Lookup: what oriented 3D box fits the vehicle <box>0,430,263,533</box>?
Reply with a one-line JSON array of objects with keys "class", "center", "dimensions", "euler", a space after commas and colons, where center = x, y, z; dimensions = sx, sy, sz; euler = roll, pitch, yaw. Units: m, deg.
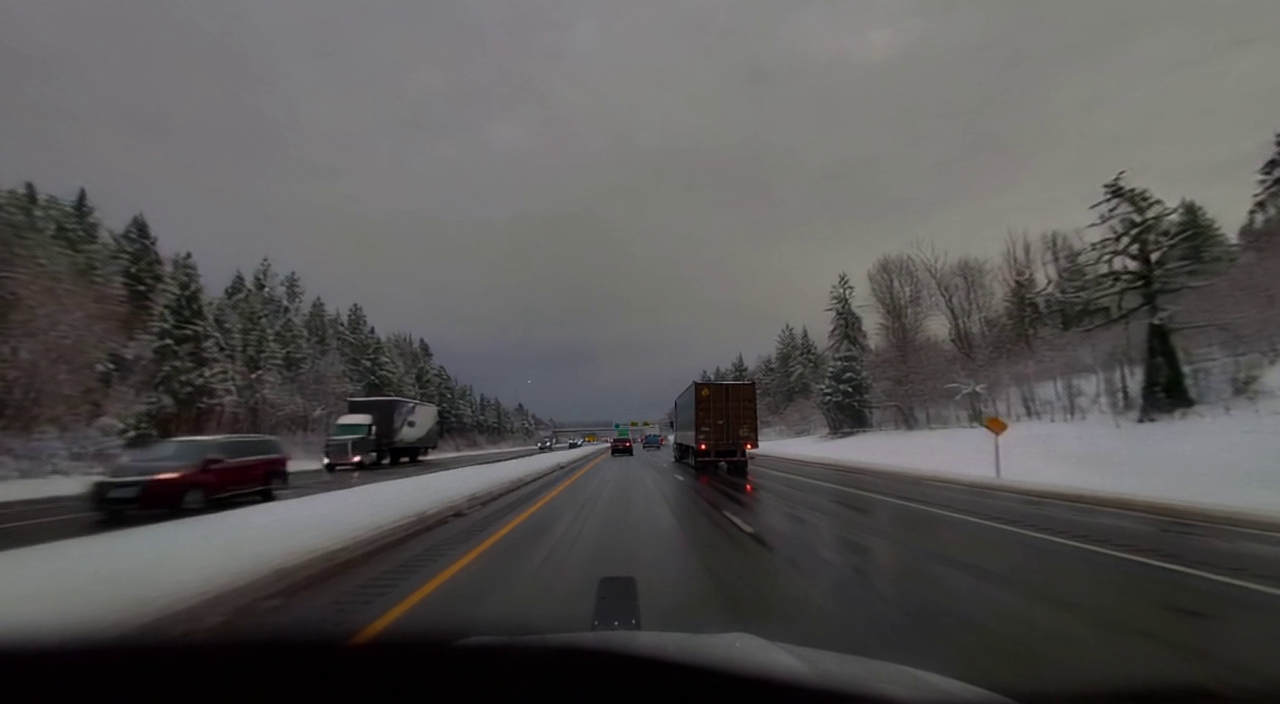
[{"class": "vehicle", "center": [-8.887, 2.174, 11.256], "dimensions": [1.961, 1.504, 3.762], "euler": [0, -8, 0]}]

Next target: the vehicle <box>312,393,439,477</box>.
[{"class": "vehicle", "center": [-13.949, 4.499, 34.360], "dimensions": [2.869, 3.930, 9.386], "euler": [0, -8, 0]}]

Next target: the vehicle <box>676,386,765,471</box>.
[{"class": "vehicle", "center": [3.580, 3.726, 30.385], "dimensions": [2.921, 3.526, 8.207], "euler": [0, -8, -2]}]

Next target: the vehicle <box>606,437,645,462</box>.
[{"class": "vehicle", "center": [-0.874, 5.993, 39.013], "dimensions": [2.259, 1.466, 3.693], "euler": [0, -8, -1]}]
